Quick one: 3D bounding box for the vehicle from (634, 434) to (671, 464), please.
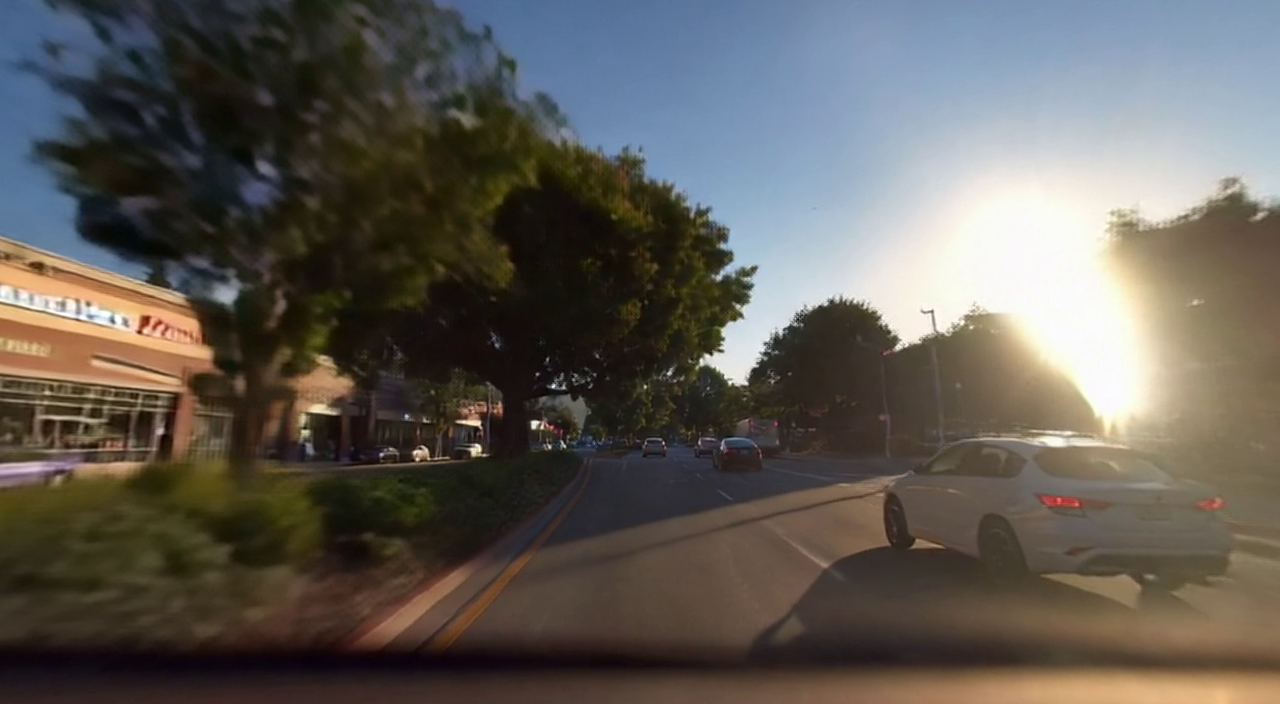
[{"bbox_3d":[0.736,5.848,37.859,2.098,1.682,3.778,0,-8,0],"label":"vehicle"}]

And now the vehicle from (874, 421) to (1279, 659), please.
[{"bbox_3d":[4.123,1.496,6.212,1.908,1.463,4.506,0,-8,1],"label":"vehicle"}]

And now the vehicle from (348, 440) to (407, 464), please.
[{"bbox_3d":[-18.499,7.064,44.514,1.947,1.580,4.857,0,-9,1],"label":"vehicle"}]

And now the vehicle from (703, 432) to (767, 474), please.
[{"bbox_3d":[4.045,4.386,27.429,2.115,1.692,4.189,0,-8,0],"label":"vehicle"}]
